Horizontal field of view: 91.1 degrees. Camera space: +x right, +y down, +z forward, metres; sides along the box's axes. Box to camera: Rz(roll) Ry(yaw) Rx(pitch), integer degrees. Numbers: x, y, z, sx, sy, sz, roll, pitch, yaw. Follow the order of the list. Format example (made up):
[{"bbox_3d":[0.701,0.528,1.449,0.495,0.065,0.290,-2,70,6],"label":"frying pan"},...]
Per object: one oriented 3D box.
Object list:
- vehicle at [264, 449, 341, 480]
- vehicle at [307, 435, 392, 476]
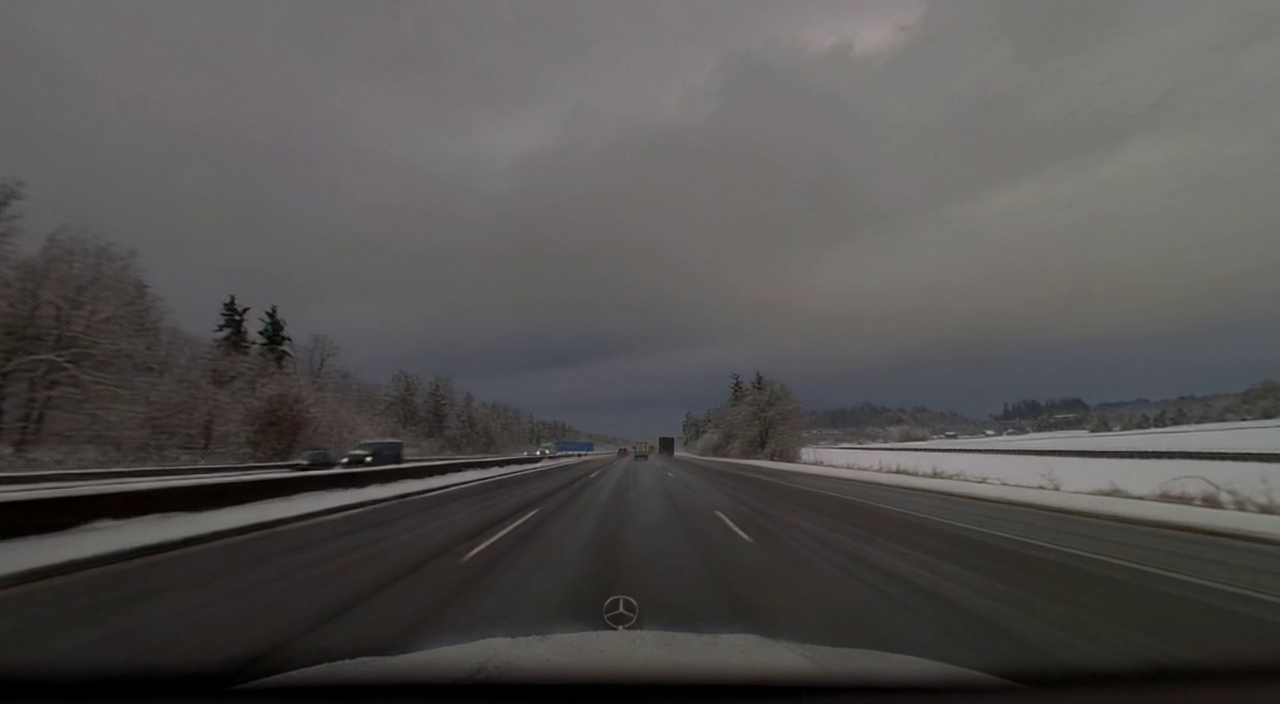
[{"bbox_3d":[-19.792,6.586,37.079,2.114,1.661,4.377,0,-9,0],"label":"vehicle"},{"bbox_3d":[-19.878,7.139,43.475,2.629,2.571,6.663,0,-9,0],"label":"vehicle"}]
